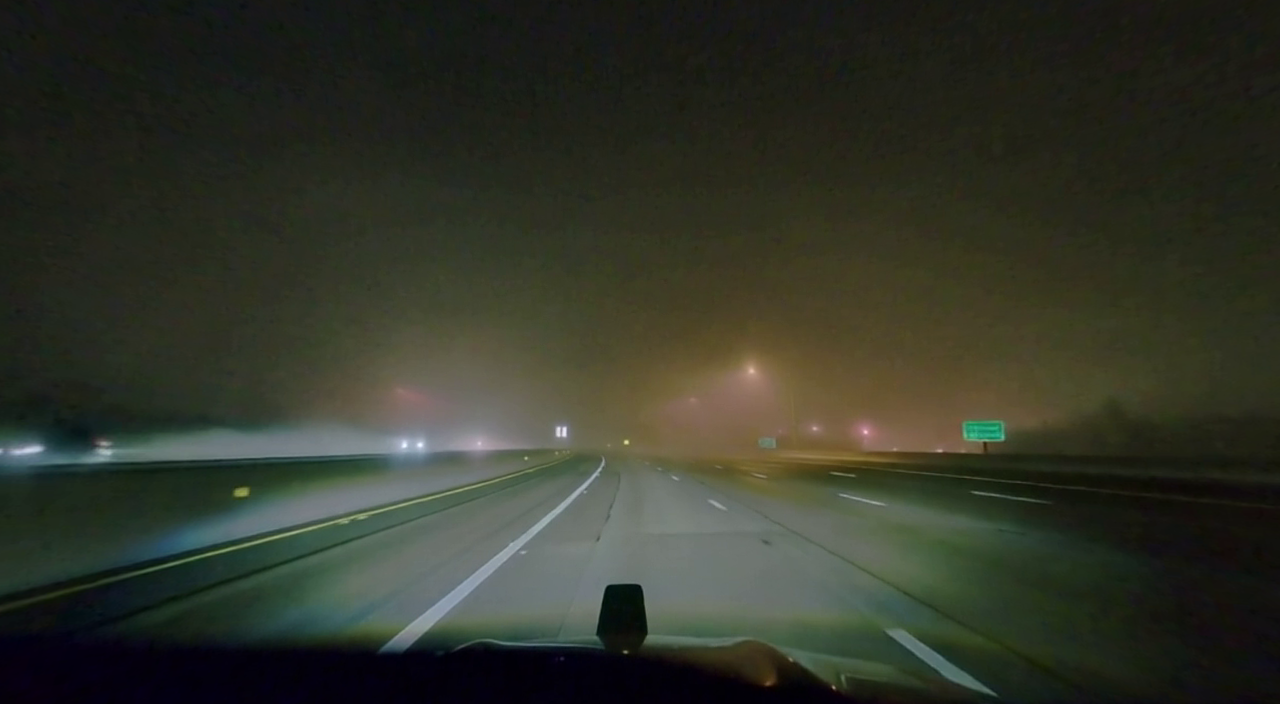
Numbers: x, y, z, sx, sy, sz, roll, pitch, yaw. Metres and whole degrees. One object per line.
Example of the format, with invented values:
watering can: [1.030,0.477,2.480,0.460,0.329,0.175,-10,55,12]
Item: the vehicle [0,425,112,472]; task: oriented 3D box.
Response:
vehicle: [-24.520,3.931,25.631,2.128,1.717,4.624,0,-9,-1]
